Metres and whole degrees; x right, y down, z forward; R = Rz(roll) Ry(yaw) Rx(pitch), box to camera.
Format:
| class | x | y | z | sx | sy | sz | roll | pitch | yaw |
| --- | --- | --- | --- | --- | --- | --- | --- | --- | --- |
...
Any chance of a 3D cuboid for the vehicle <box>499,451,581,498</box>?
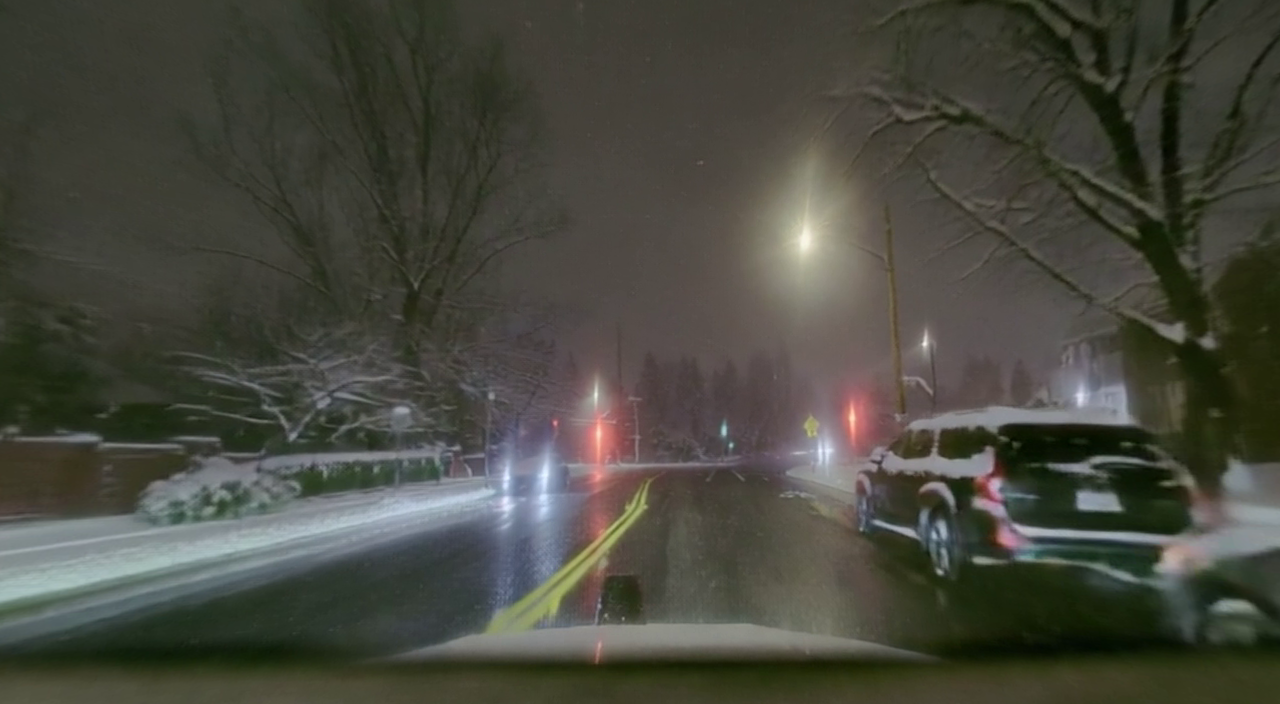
| class | x | y | z | sx | sy | sz | roll | pitch | yaw |
| --- | --- | --- | --- | --- | --- | --- | --- | --- | --- |
| vehicle | -3.671 | 4.557 | 23.787 | 2.033 | 1.456 | 4.370 | -3 | -8 | 5 |

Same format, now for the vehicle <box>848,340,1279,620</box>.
| class | x | y | z | sx | sy | sz | roll | pitch | yaw |
| --- | --- | --- | --- | --- | --- | --- | --- | --- | --- |
| vehicle | 4.666 | 1.525 | 8.023 | 2.624 | 2.227 | 5.508 | 2 | -10 | 6 |
